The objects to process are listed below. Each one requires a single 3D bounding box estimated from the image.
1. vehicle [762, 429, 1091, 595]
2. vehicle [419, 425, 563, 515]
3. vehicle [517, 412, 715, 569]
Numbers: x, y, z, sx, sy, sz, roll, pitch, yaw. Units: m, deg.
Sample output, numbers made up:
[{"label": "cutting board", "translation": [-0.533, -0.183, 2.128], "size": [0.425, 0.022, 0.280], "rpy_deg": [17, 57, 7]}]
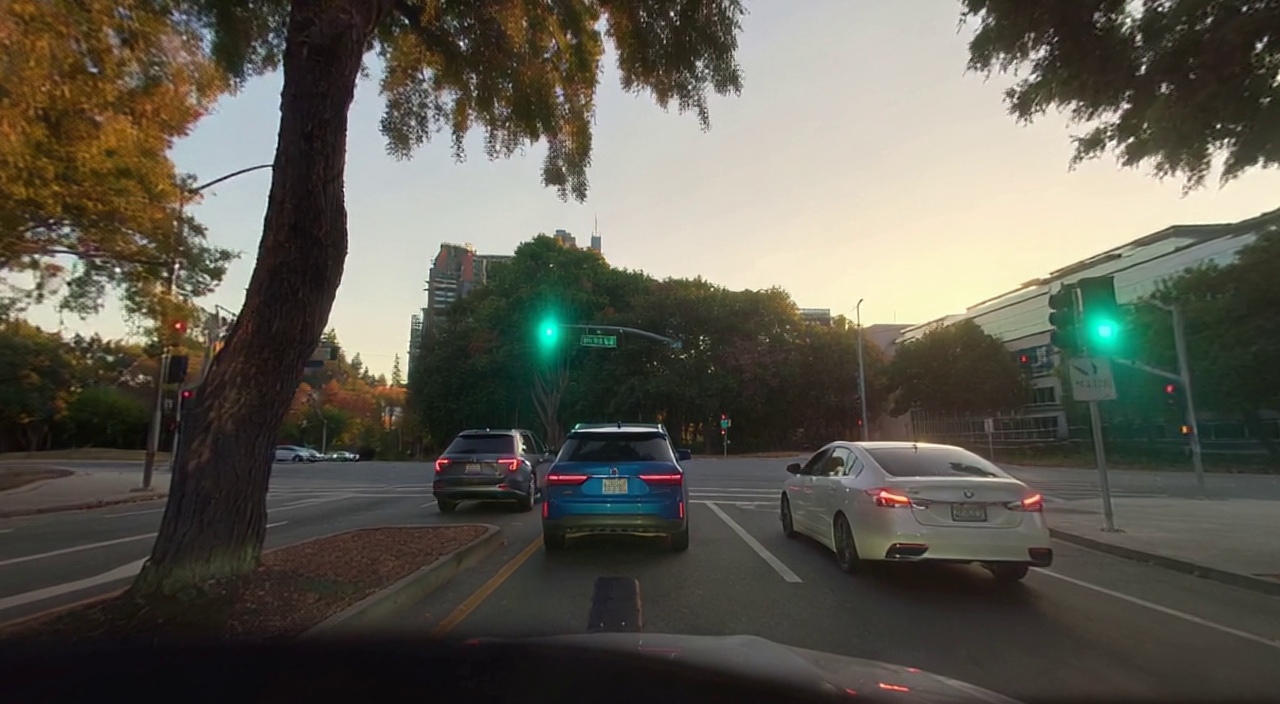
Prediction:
[{"label": "vehicle", "translation": [3.020, 1.777, 7.957], "size": [2.056, 1.468, 4.520], "rpy_deg": [0, -8, 0]}, {"label": "vehicle", "translation": [-3.013, 2.486, 13.699], "size": [1.987, 1.633, 4.005], "rpy_deg": [0, -8, 3]}, {"label": "vehicle", "translation": [-0.239, 1.792, 8.883], "size": [2.108, 1.654, 4.235], "rpy_deg": [0, -8, 0]}]
